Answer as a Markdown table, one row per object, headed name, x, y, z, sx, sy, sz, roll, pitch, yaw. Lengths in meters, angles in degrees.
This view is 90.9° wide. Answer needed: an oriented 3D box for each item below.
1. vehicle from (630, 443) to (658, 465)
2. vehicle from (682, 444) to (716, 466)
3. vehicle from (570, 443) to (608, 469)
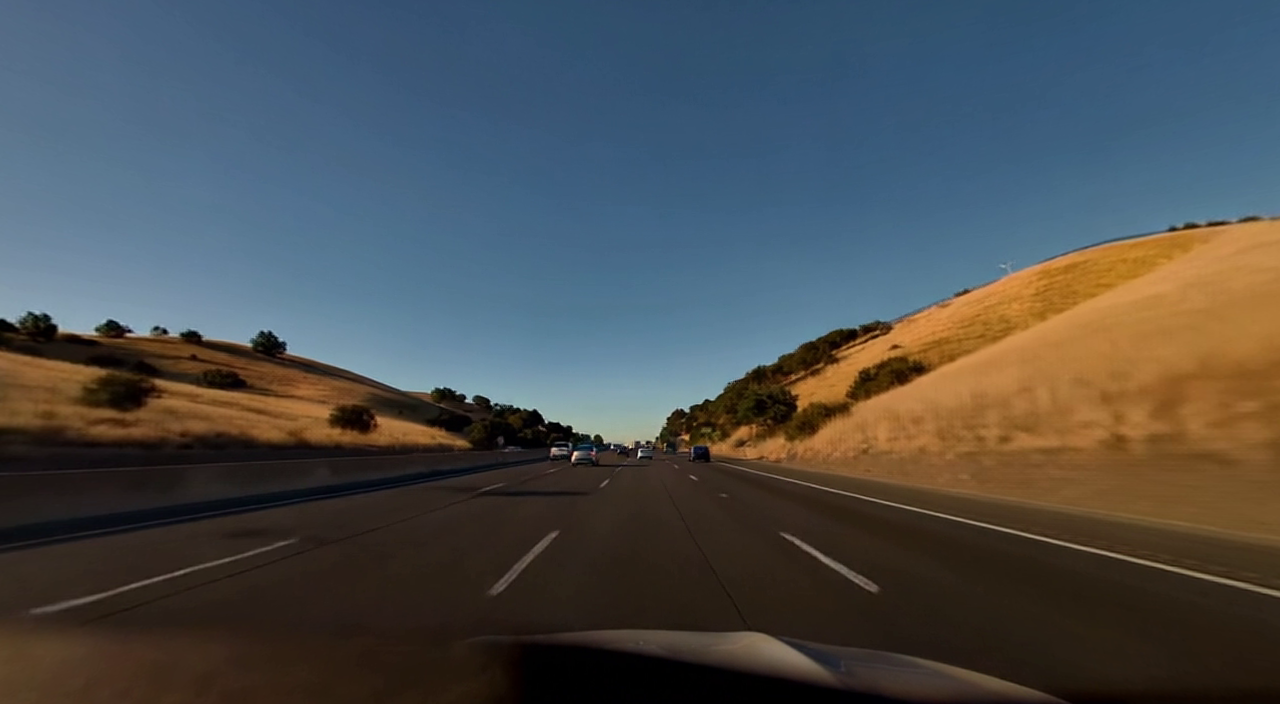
| name | x | y | z | sx | sy | sz | roll | pitch | yaw |
| --- | --- | --- | --- | --- | --- | --- | --- | --- | --- |
| vehicle | 0.275 | 7.683 | 47.531 | 2.031 | 1.566 | 3.904 | 0 | -8 | 0 |
| vehicle | 4.362 | 7.699 | 47.281 | 2.027 | 1.525 | 4.348 | 0 | -8 | -1 |
| vehicle | -3.311 | 6.798 | 41.455 | 2.091 | 1.552 | 4.516 | 0 | -8 | 0 |
